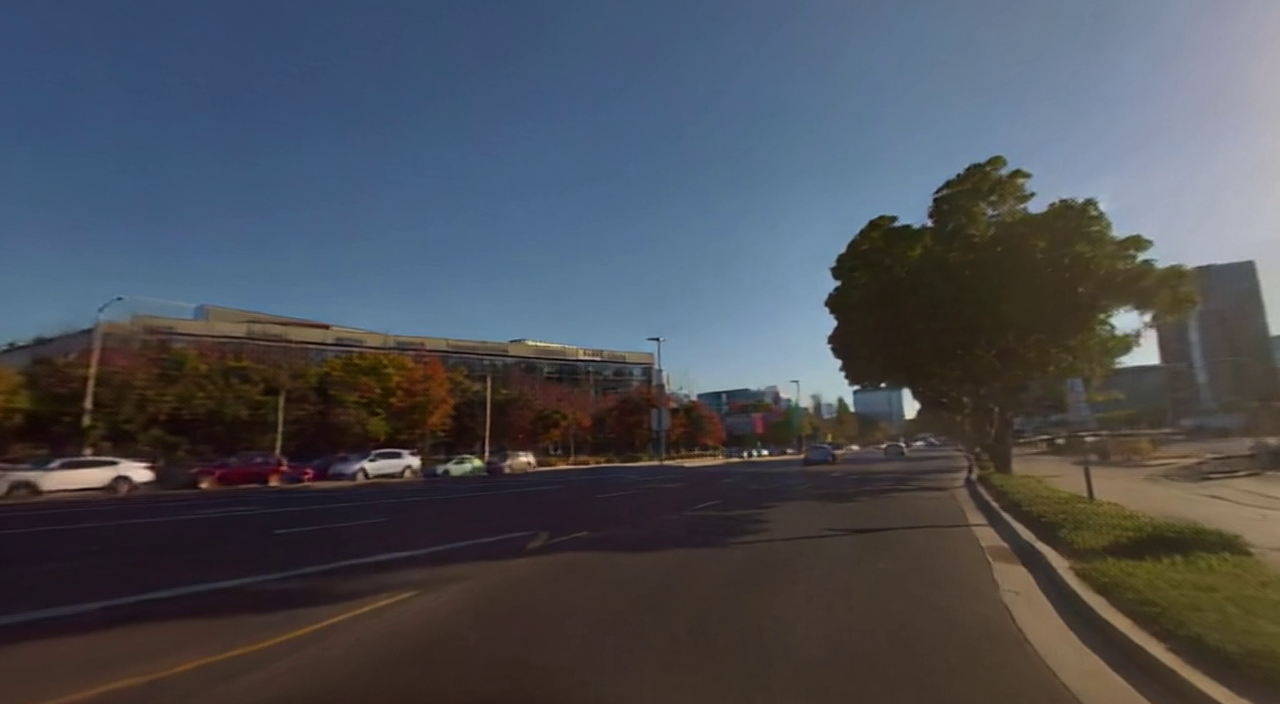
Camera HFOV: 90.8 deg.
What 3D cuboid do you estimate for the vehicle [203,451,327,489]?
[{"bbox_3d":[-17.206,5.382,29.258,1.842,1.582,4.513,-5,-10,29],"label":"vehicle"}]

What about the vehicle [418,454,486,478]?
[{"bbox_3d":[-12.958,7.849,43.770,1.867,1.540,4.423,-5,-10,29],"label":"vehicle"}]

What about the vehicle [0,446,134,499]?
[{"bbox_3d":[-21.102,4.298,22.323,2.033,1.625,4.467,-11,-15,28],"label":"vehicle"}]

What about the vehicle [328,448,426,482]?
[{"bbox_3d":[-14.332,6.135,34.687,1.926,1.681,4.727,-5,-10,29],"label":"vehicle"}]

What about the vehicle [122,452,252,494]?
[{"bbox_3d":[-20.952,5.562,29.432,2.002,1.711,4.360,-5,-10,27],"label":"vehicle"}]

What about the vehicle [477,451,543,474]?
[{"bbox_3d":[-8.972,7.637,43.991,1.872,1.493,4.724,-5,-10,29],"label":"vehicle"}]
